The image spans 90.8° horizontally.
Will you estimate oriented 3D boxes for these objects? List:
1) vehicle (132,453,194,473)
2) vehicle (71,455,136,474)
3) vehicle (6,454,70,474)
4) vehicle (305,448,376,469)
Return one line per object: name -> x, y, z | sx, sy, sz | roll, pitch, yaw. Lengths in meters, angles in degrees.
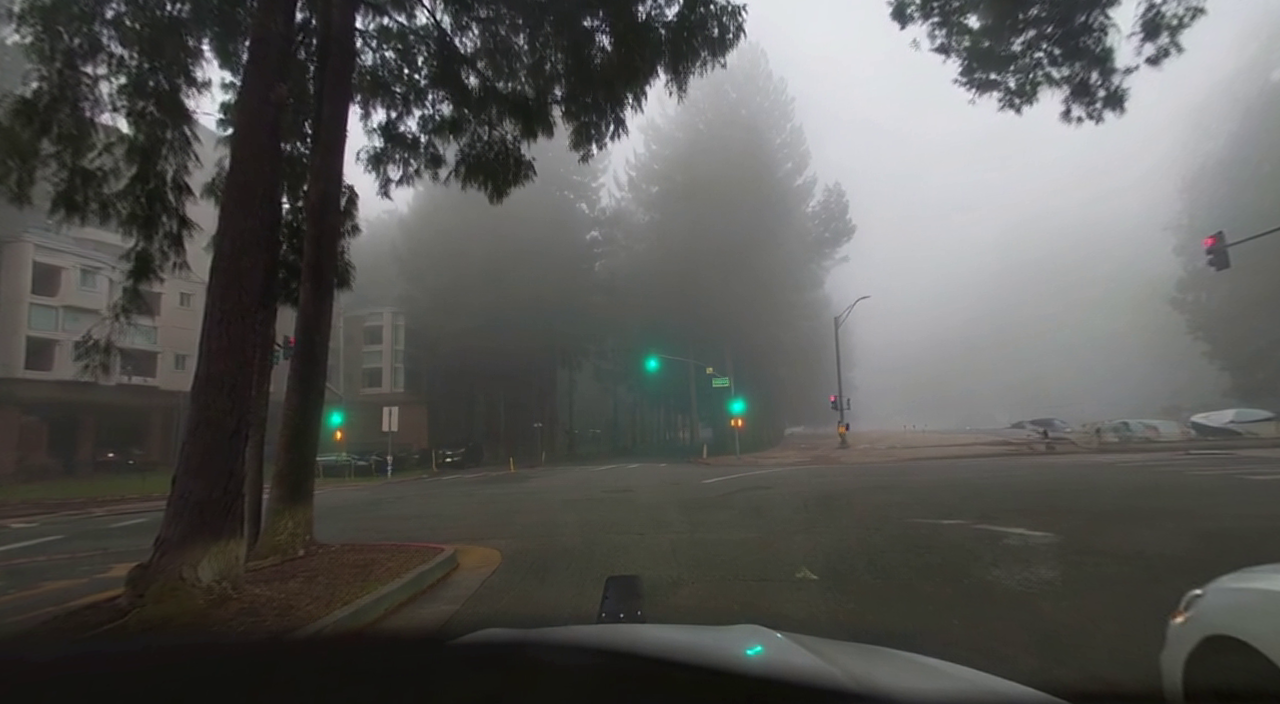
vehicle -> -36.441, 8.504, 48.356 | 1.709, 1.410, 3.945 | 0, -9, -1
vehicle -> -41.337, 8.677, 48.773 | 1.651, 1.379, 3.787 | 0, -9, 0
vehicle -> -46.320, 8.619, 48.659 | 1.627, 1.392, 3.330 | 0, -9, -1
vehicle -> -21.941, 7.788, 46.409 | 4.207, 1.508, 1.875 | 0, -9, 2
